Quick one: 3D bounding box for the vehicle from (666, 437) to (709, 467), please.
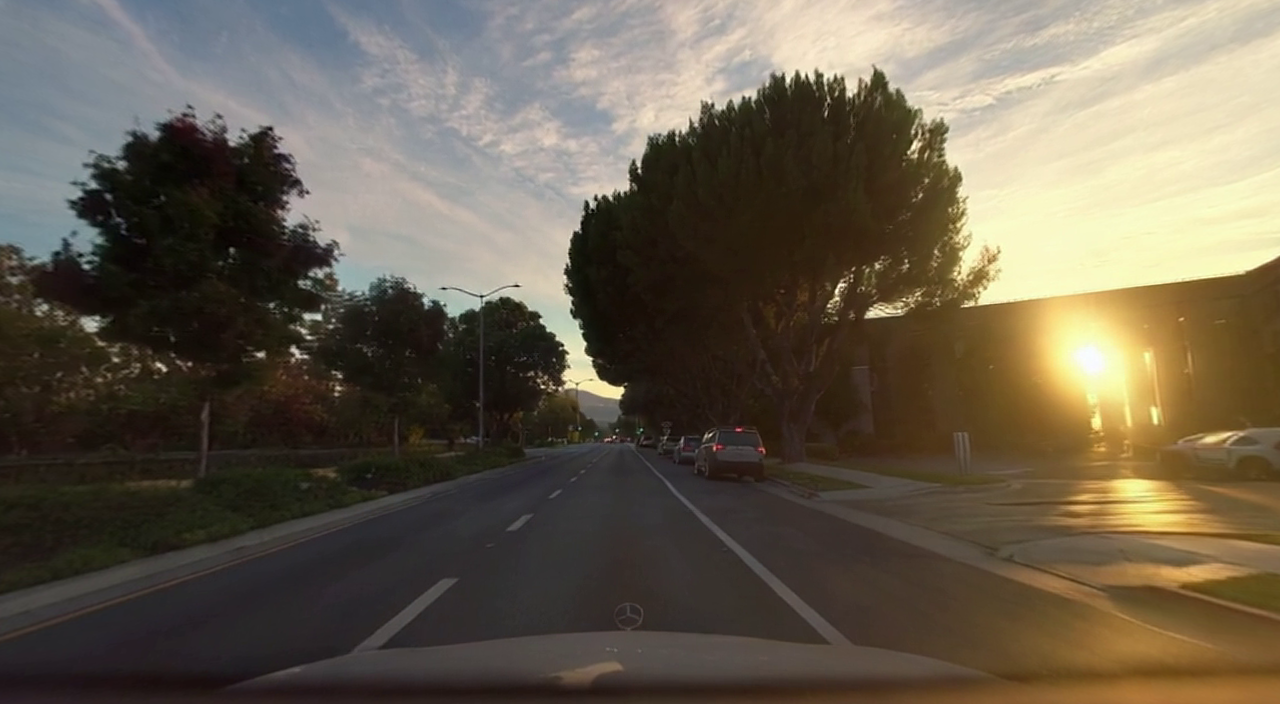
[{"bbox_3d":[2.635,5.648,35.797,1.832,1.538,4.208,0,-8,-4],"label":"vehicle"}]

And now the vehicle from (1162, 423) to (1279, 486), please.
[{"bbox_3d":[19.041,3.134,19.201,2.068,1.759,4.747,2,-8,-2],"label":"vehicle"}]

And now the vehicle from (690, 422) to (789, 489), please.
[{"bbox_3d":[3.063,3.311,20.486,2.226,1.889,4.543,0,-8,-3],"label":"vehicle"}]
